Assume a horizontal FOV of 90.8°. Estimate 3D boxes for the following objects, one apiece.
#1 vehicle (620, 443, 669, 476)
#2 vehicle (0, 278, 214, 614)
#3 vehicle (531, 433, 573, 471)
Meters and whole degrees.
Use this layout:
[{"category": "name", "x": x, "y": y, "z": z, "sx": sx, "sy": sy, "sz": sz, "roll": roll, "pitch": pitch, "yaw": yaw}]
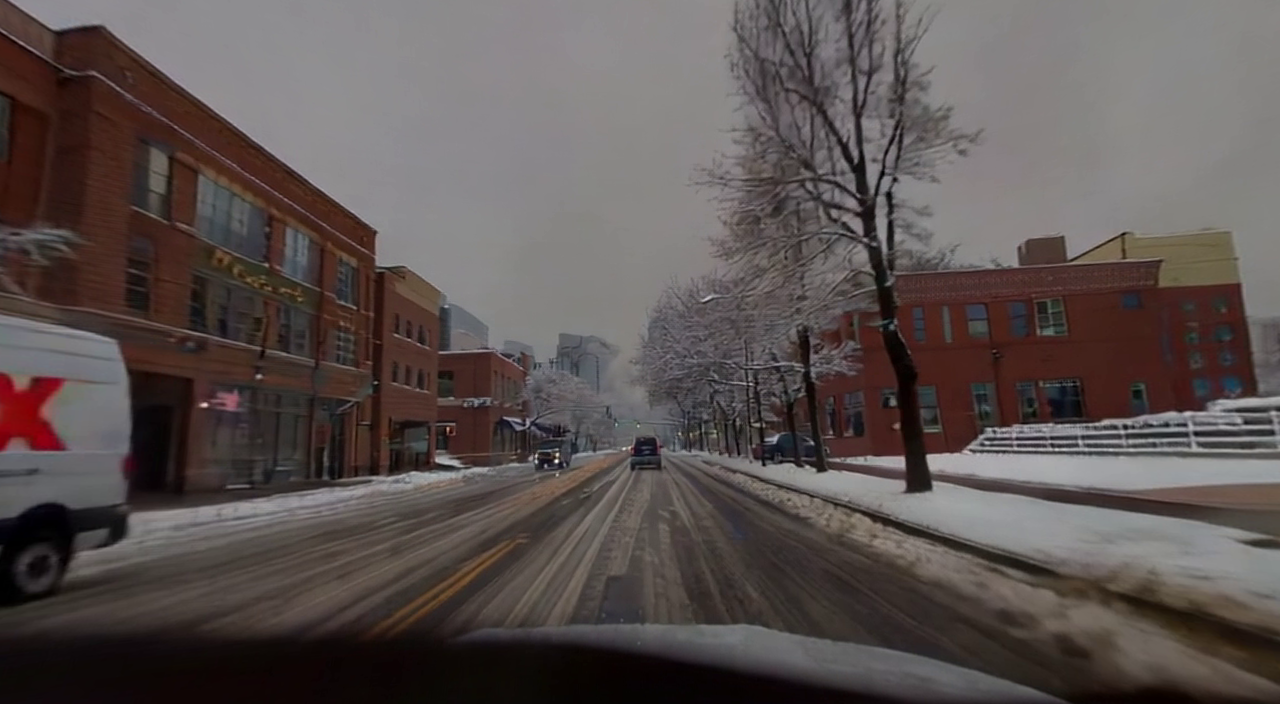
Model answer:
[{"category": "vehicle", "x": 0.300, "y": 5.559, "z": 32.919, "sx": 2.356, "sy": 1.572, "sz": 4.810, "roll": 0, "pitch": -9, "yaw": 2}, {"category": "vehicle", "x": -7.284, "y": 0.743, "z": 4.951, "sx": 2.754, "sy": 3.065, "sz": 7.103, "roll": 0, "pitch": -8, "yaw": 1}, {"category": "vehicle", "x": -6.511, "y": 7.429, "z": 47.396, "sx": 2.418, "sy": 2.620, "sz": 5.522, "roll": -1, "pitch": -8, "yaw": 0}]
